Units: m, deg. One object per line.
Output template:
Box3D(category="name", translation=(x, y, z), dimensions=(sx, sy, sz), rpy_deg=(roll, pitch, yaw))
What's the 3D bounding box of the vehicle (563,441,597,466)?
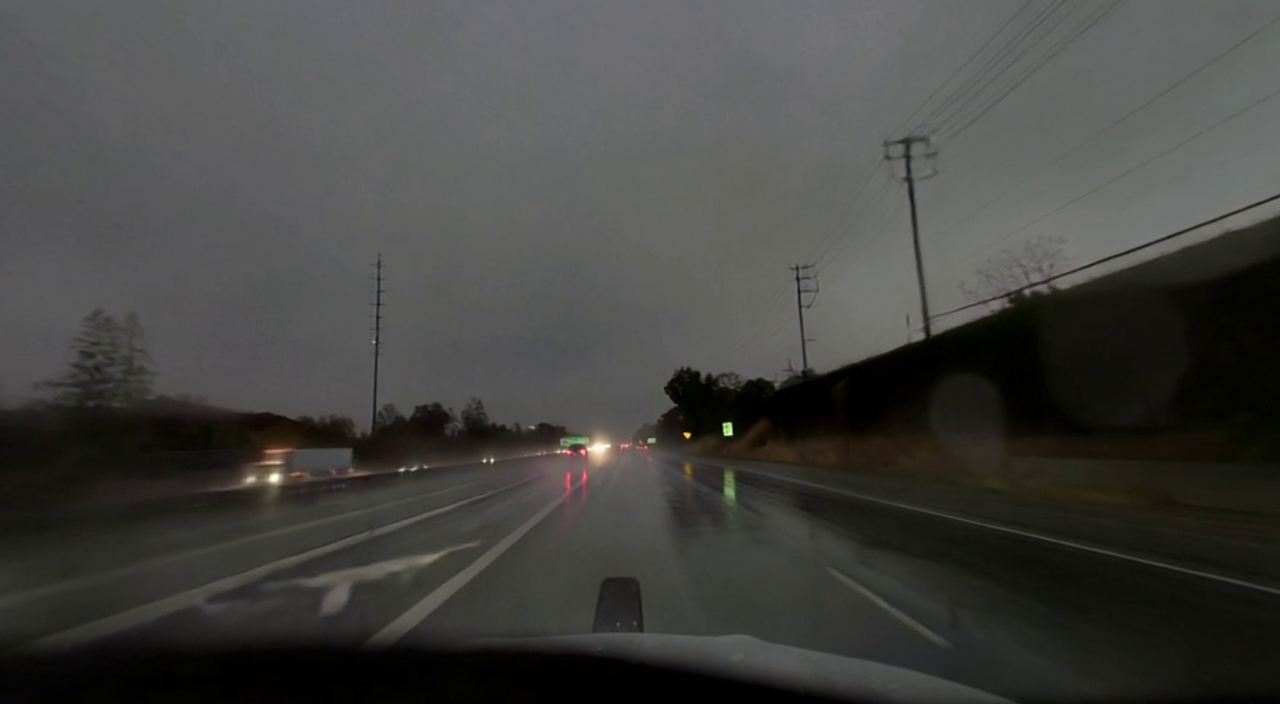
Box3D(category="vehicle", translation=(-4.602, 7.865, 49.222), dimensions=(2.130, 1.823, 4.761), rpy_deg=(0, -8, 0))
